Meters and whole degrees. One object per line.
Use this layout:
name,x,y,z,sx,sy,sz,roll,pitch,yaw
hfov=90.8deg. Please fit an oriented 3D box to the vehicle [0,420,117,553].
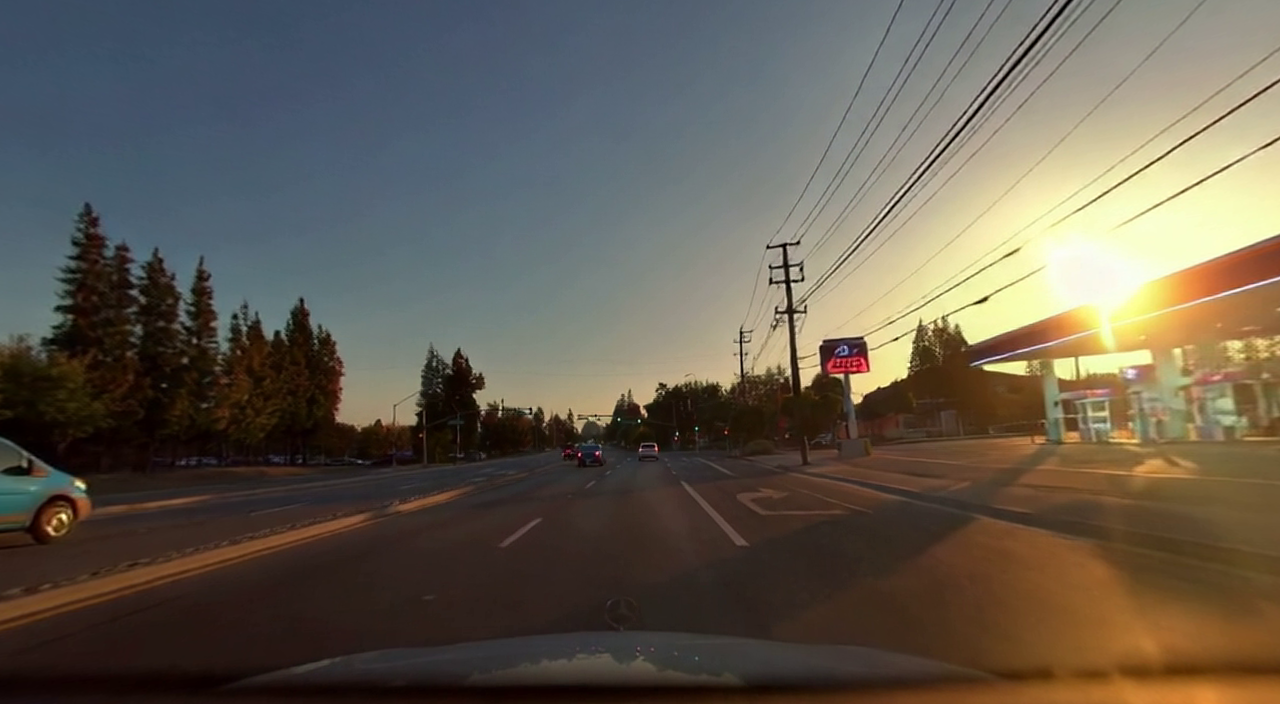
vehicle,-10.038,1.792,8.219,2.149,1.848,4.961,0,-9,1
